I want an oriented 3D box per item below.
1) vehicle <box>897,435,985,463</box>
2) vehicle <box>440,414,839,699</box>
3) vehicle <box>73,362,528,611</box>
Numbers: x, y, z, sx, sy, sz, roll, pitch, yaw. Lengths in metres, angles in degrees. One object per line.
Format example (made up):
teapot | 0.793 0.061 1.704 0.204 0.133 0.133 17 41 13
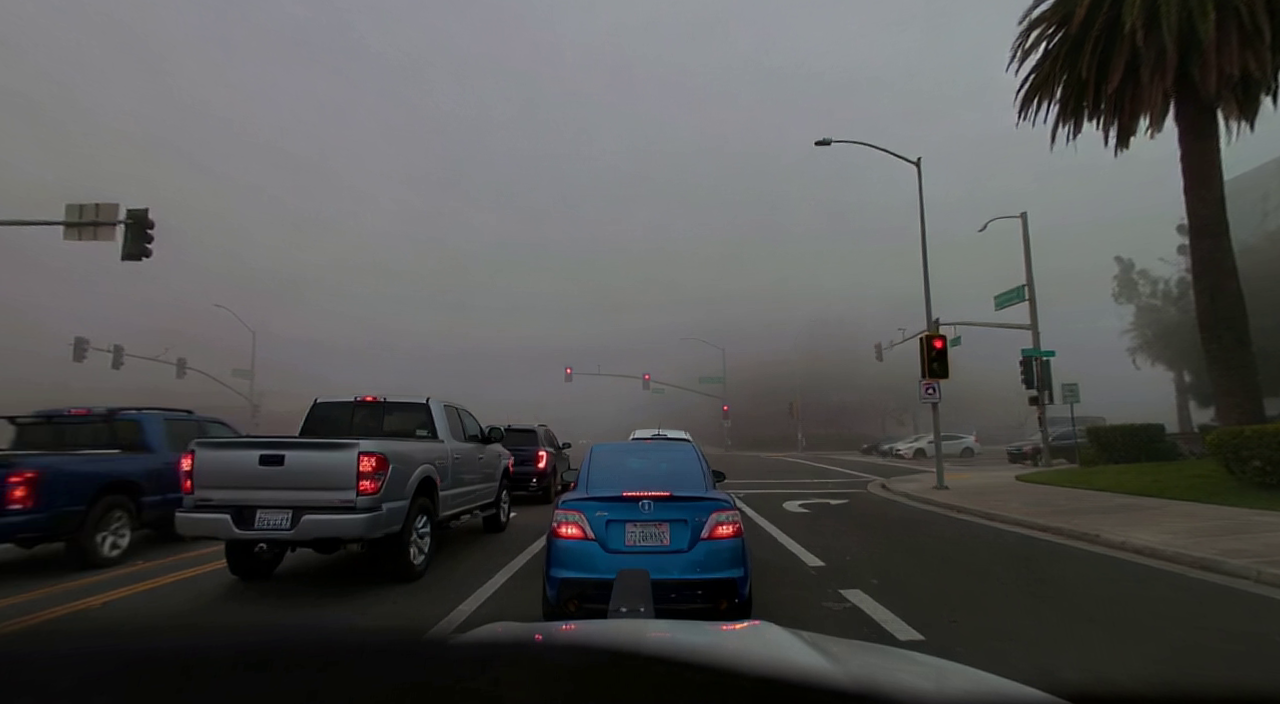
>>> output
vehicle | 18.787 6.070 39.295 4.466 1.717 1.963 0 -8 2
vehicle | 0.025 1.399 5.497 2.122 1.501 4.152 0 -8 1
vehicle | -3.241 1.479 7.901 2.330 1.969 5.626 -1 -8 3
